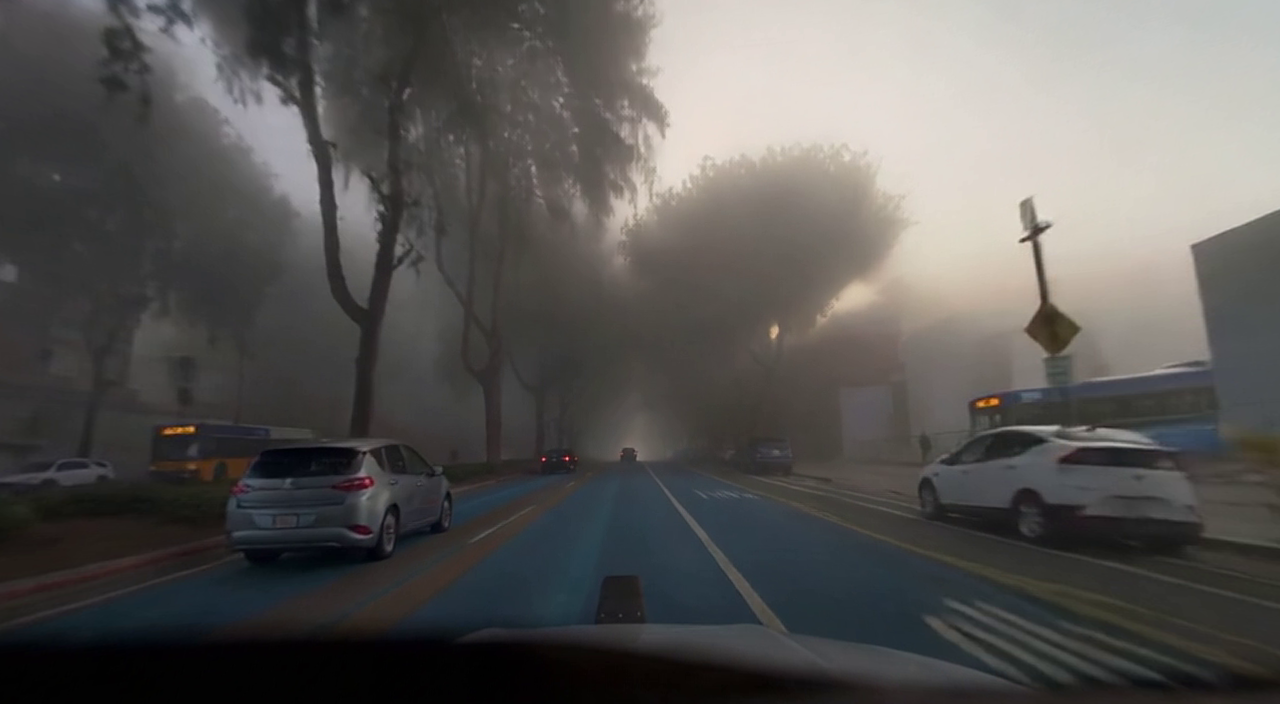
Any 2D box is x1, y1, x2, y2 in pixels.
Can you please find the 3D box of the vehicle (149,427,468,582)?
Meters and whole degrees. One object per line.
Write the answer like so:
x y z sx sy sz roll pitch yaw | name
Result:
-3.960 1.872 8.650 1.995 1.524 4.438 0 -9 -1 | vehicle

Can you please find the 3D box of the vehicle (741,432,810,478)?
5.899 4.535 28.049 1.945 1.829 4.305 0 -9 -2 | vehicle

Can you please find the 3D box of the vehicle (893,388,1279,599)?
5.935 1.673 8.598 2.390 1.816 6.050 0 -9 -1 | vehicle

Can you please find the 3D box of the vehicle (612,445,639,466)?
-1.088 7.981 48.986 1.999 1.520 3.896 0 -9 -1 | vehicle

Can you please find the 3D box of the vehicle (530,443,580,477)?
-4.200 5.396 31.799 1.934 1.522 4.287 -1 -9 0 | vehicle

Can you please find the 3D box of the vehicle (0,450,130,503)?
-22.587 4.632 24.059 1.998 1.770 5.202 0 -9 -1 | vehicle
